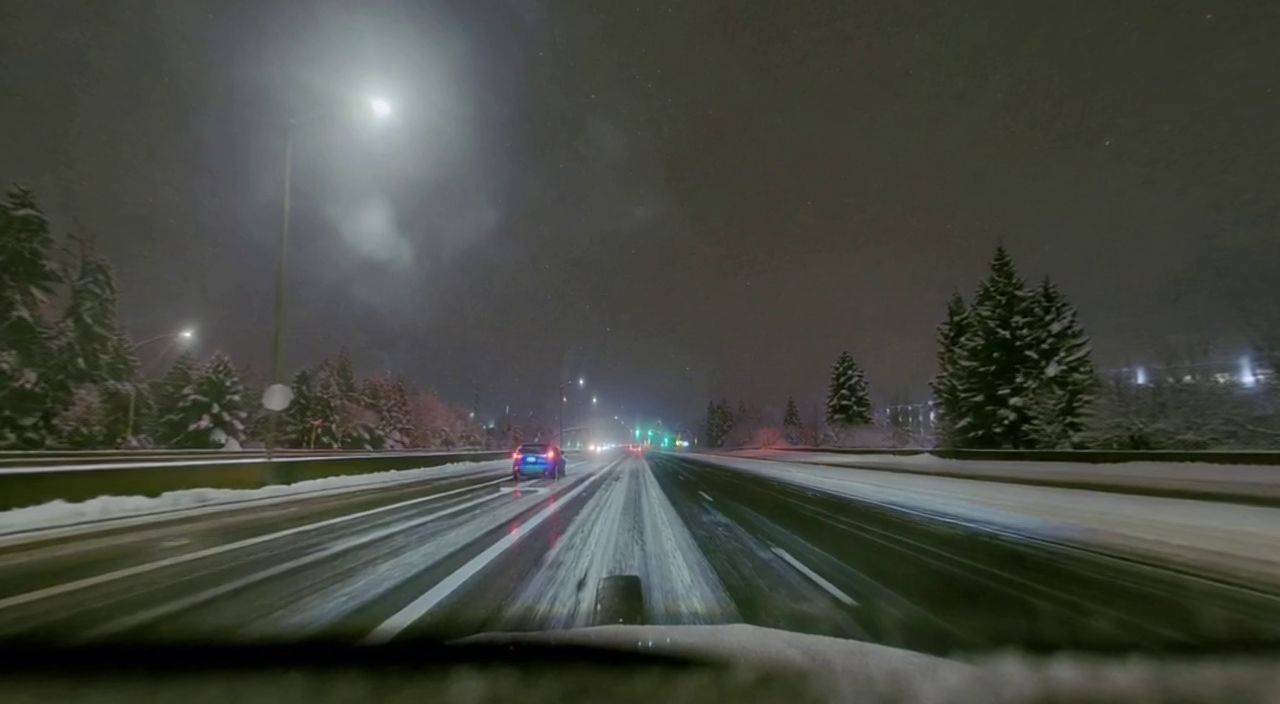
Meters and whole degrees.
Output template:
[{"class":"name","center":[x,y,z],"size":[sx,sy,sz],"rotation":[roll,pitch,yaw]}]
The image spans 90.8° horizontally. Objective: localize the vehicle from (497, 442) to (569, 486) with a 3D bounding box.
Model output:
[{"class":"vehicle","center":[-3.900,4.145,23.753],"size":[1.900,1.492,4.495],"rotation":[0,-9,0]}]
